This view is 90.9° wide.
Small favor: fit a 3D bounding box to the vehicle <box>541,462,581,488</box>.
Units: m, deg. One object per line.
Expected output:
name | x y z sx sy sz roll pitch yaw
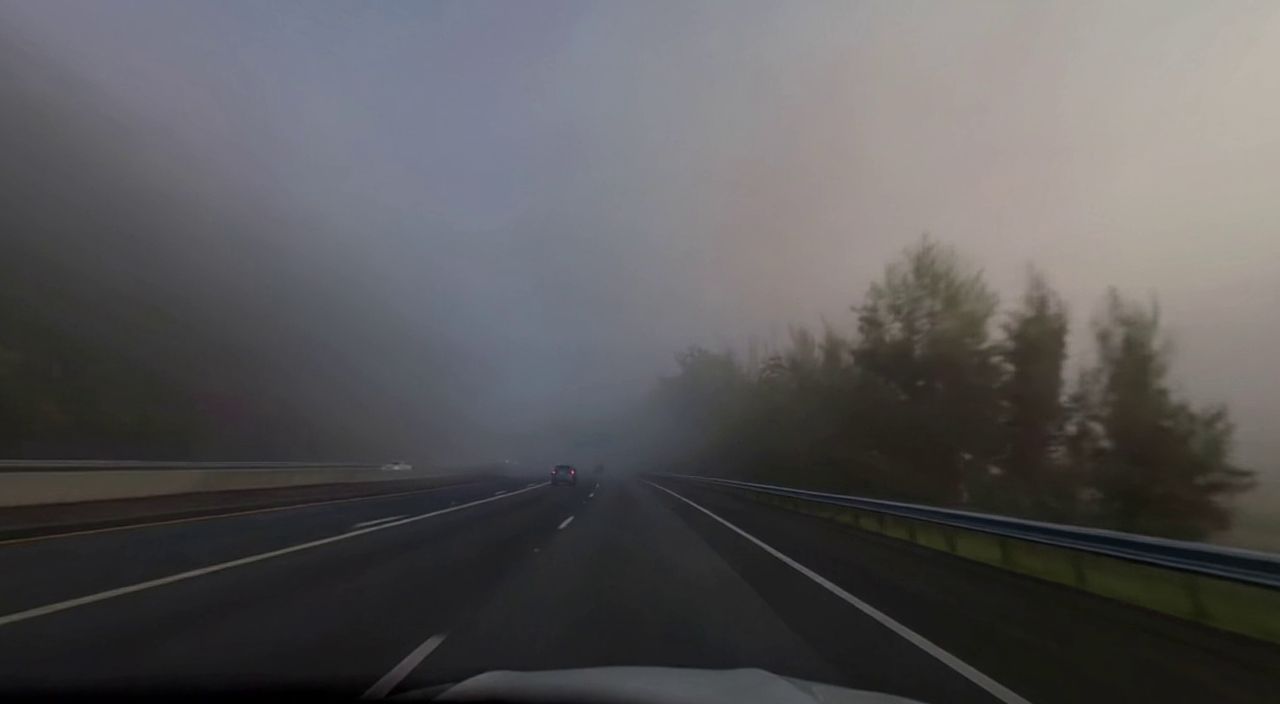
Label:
vehicle | -4.954 7.835 40.241 2.115 1.546 4.638 1 -10 -2
